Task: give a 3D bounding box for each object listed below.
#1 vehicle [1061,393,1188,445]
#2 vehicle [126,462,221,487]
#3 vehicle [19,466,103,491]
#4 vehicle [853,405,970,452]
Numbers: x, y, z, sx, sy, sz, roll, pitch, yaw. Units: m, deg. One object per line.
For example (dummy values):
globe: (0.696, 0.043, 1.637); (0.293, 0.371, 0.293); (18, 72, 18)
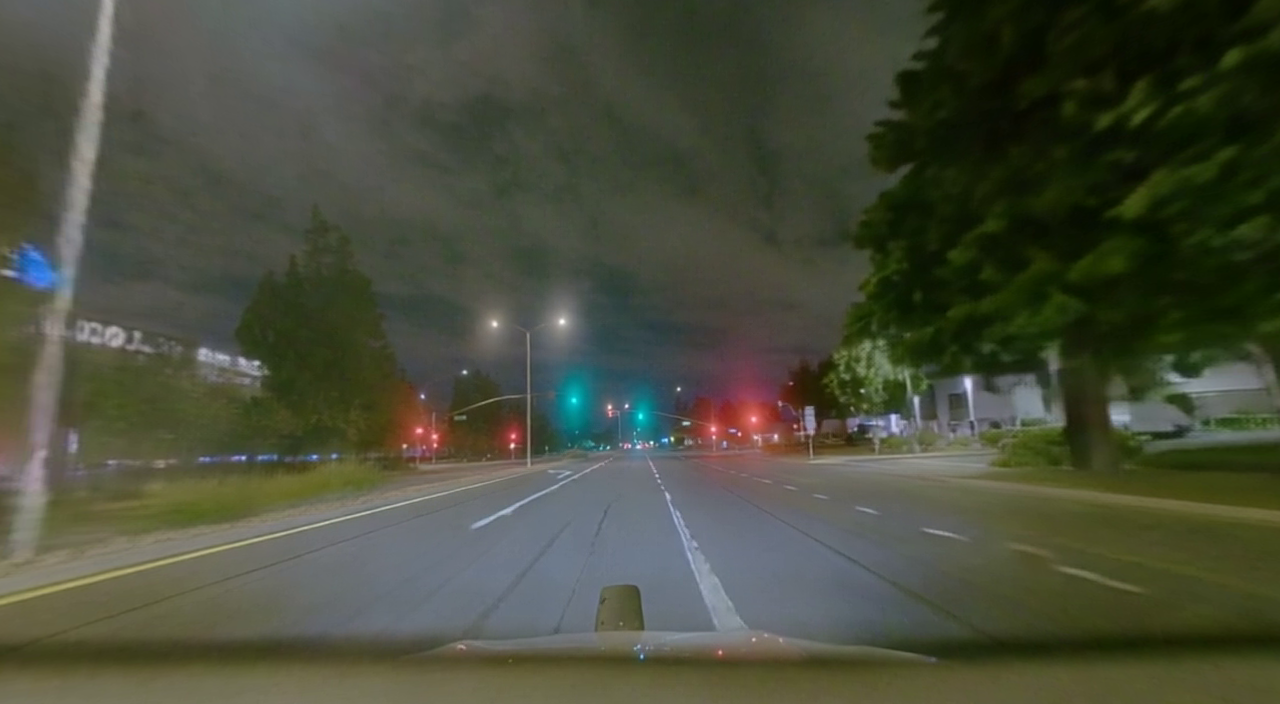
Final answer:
vehicle: (32.332, 4.680, 42.622); (2.751, 3.197, 7.018); (0, -8, -2)
vehicle: (-31.302, 8.229, 42.483); (4.713, 1.607, 2.022); (0, -9, 0)
vehicle: (-44.061, 9.623, 48.122); (4.422, 1.485, 1.966); (-3, -8, -3)
vehicle: (20.175, 5.765, 47.253); (7.304, 3.335, 2.869); (0, -9, -3)
